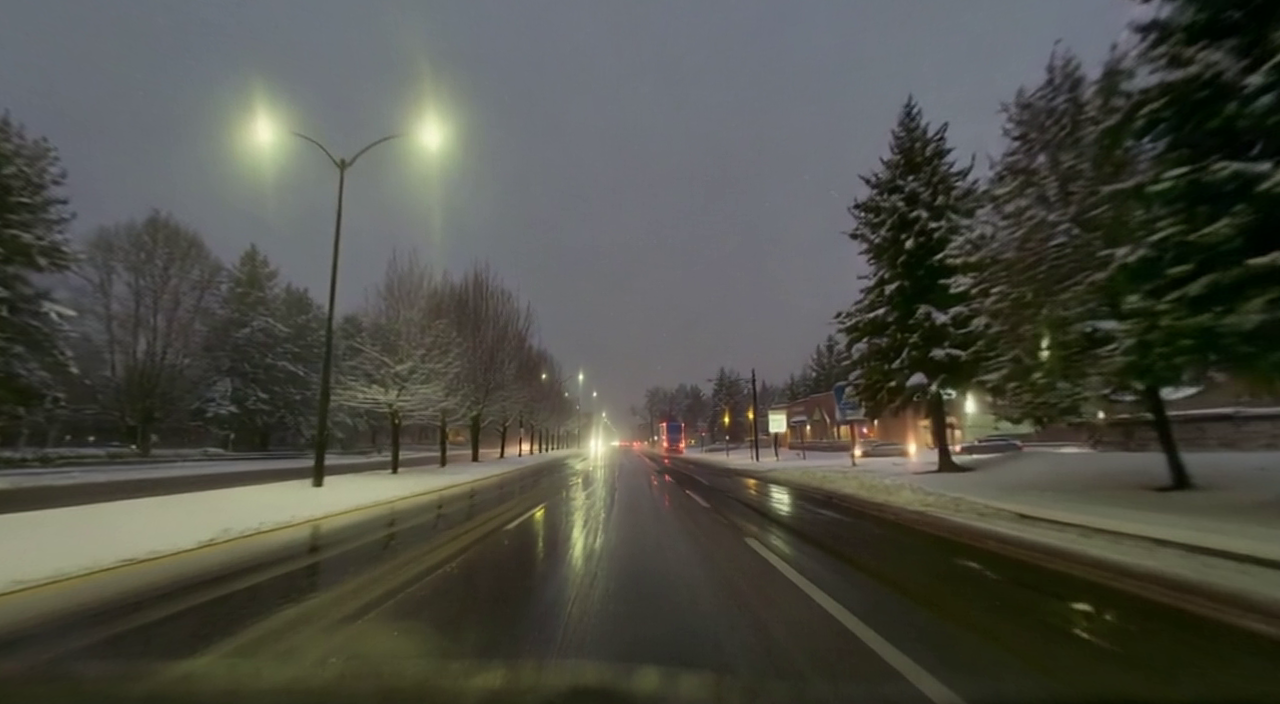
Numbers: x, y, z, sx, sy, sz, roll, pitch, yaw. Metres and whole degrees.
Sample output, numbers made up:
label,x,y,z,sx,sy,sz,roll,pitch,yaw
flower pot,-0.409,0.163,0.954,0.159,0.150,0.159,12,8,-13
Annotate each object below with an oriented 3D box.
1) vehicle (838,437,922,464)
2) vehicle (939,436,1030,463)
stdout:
label,x,y,z,sx,sy,sz,roll,pitch,yaw
vehicle,14.419,5.935,38.162,4.296,1.596,1.807,0,-9,0
vehicle,20.852,5.907,38.364,4.416,1.561,1.876,0,-9,0
